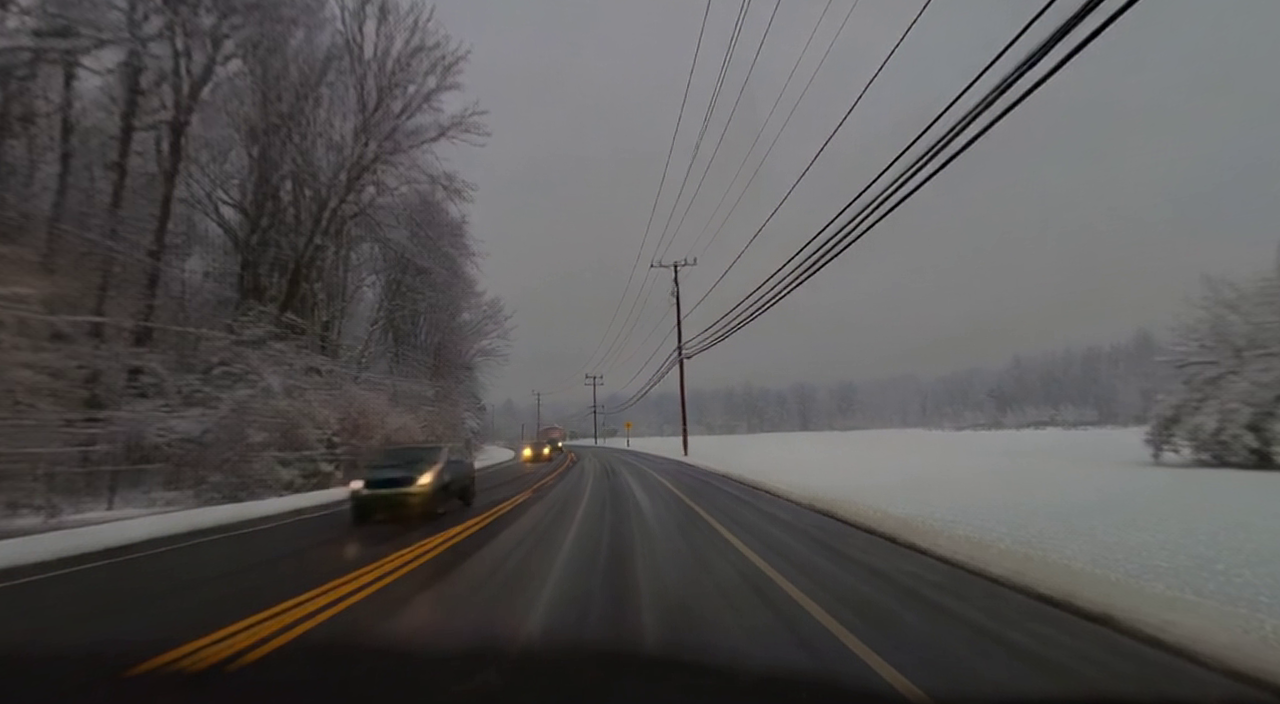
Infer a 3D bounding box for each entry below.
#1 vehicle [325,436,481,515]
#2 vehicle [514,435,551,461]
[{"bbox_3d":[-5.150,2.707,14.438,1.950,1.522,4.180,0,-8,-1],"label":"vehicle"},{"bbox_3d":[-7.435,6.672,44.069,2.143,1.694,4.326,0,-8,-4],"label":"vehicle"}]
